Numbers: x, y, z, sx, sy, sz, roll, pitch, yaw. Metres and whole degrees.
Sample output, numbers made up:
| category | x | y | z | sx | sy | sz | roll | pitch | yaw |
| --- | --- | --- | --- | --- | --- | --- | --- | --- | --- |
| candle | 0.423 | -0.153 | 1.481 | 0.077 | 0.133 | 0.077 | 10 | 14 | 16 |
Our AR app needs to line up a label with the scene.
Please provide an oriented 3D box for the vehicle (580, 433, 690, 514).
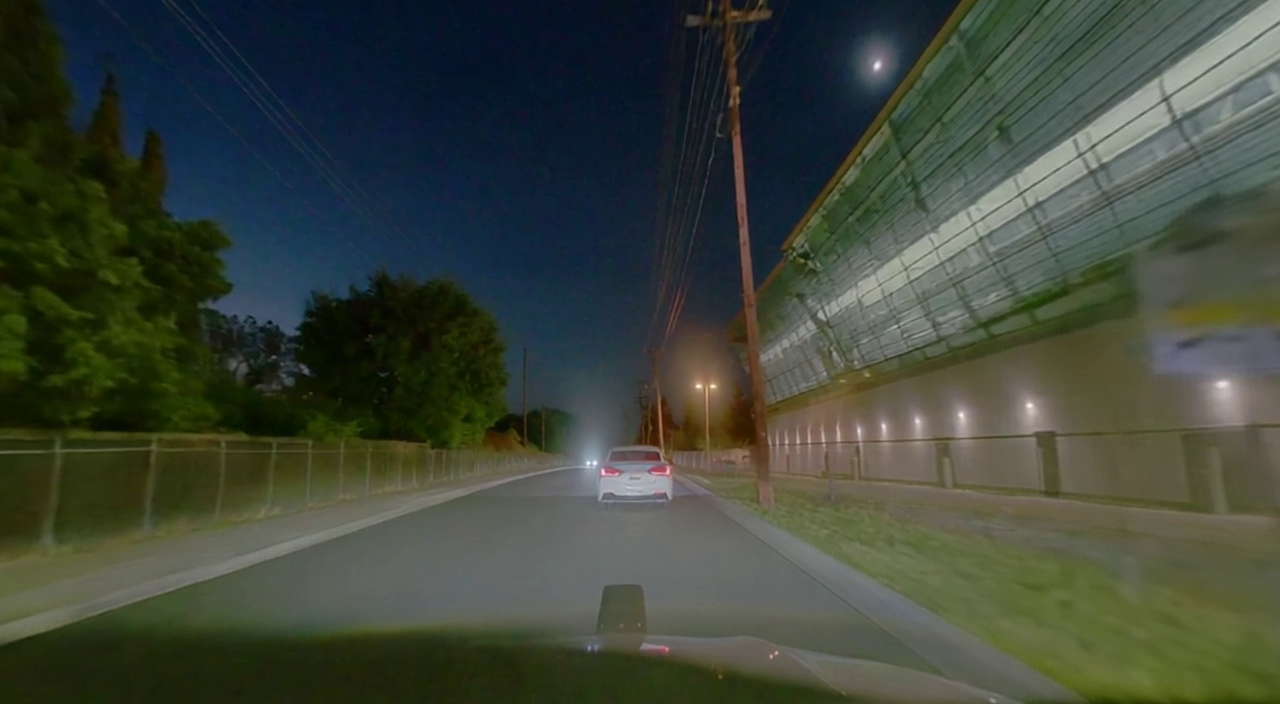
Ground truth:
| category | x | y | z | sx | sy | sz | roll | pitch | yaw |
| --- | --- | --- | --- | --- | --- | --- | --- | --- | --- |
| vehicle | -0.142 | 2.562 | 13.884 | 2.060 | 1.487 | 3.920 | 0 | -8 | -1 |
